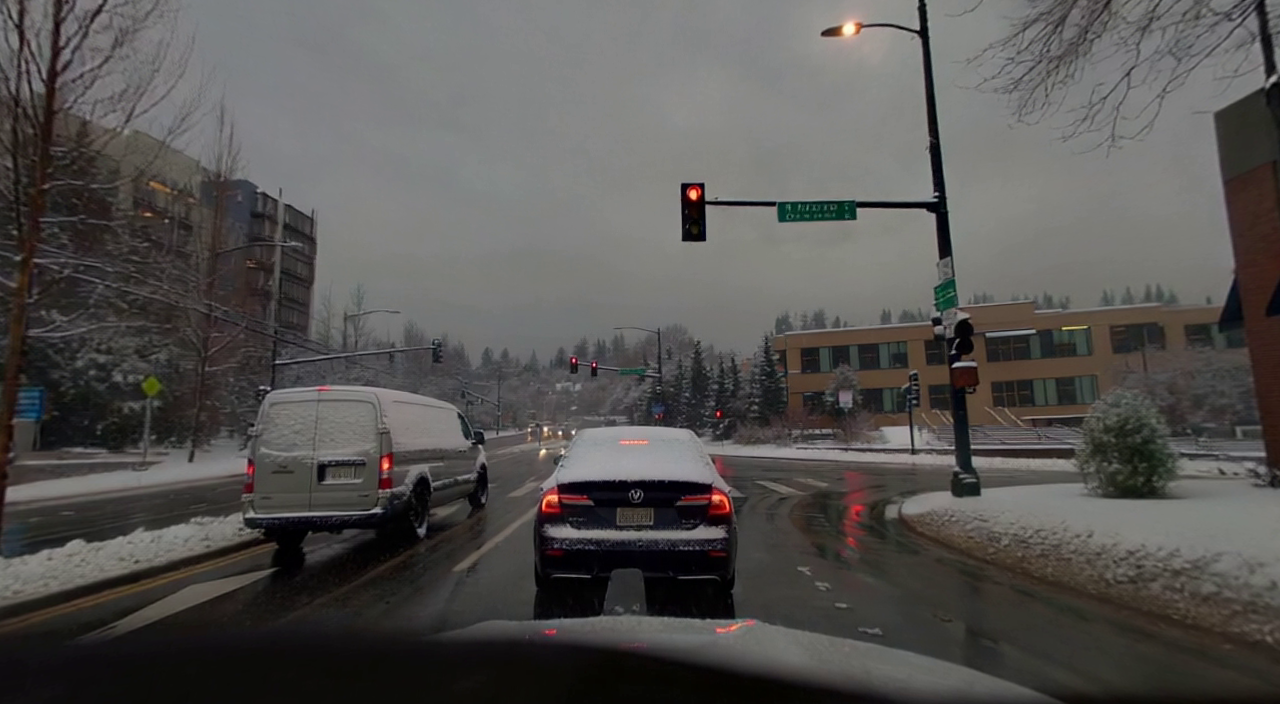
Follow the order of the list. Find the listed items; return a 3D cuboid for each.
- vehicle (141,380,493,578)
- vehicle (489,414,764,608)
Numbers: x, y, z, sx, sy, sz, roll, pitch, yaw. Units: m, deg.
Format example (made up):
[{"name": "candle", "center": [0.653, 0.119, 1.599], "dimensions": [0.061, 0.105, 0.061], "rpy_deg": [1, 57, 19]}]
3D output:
[{"name": "vehicle", "center": [-3.583, 1.510, 8.425], "dimensions": [2.076, 1.820, 5.100], "rpy_deg": [0, -8, -1]}, {"name": "vehicle", "center": [-0.109, 1.465, 6.778], "dimensions": [2.064, 1.452, 3.942], "rpy_deg": [0, -8, 0]}]
